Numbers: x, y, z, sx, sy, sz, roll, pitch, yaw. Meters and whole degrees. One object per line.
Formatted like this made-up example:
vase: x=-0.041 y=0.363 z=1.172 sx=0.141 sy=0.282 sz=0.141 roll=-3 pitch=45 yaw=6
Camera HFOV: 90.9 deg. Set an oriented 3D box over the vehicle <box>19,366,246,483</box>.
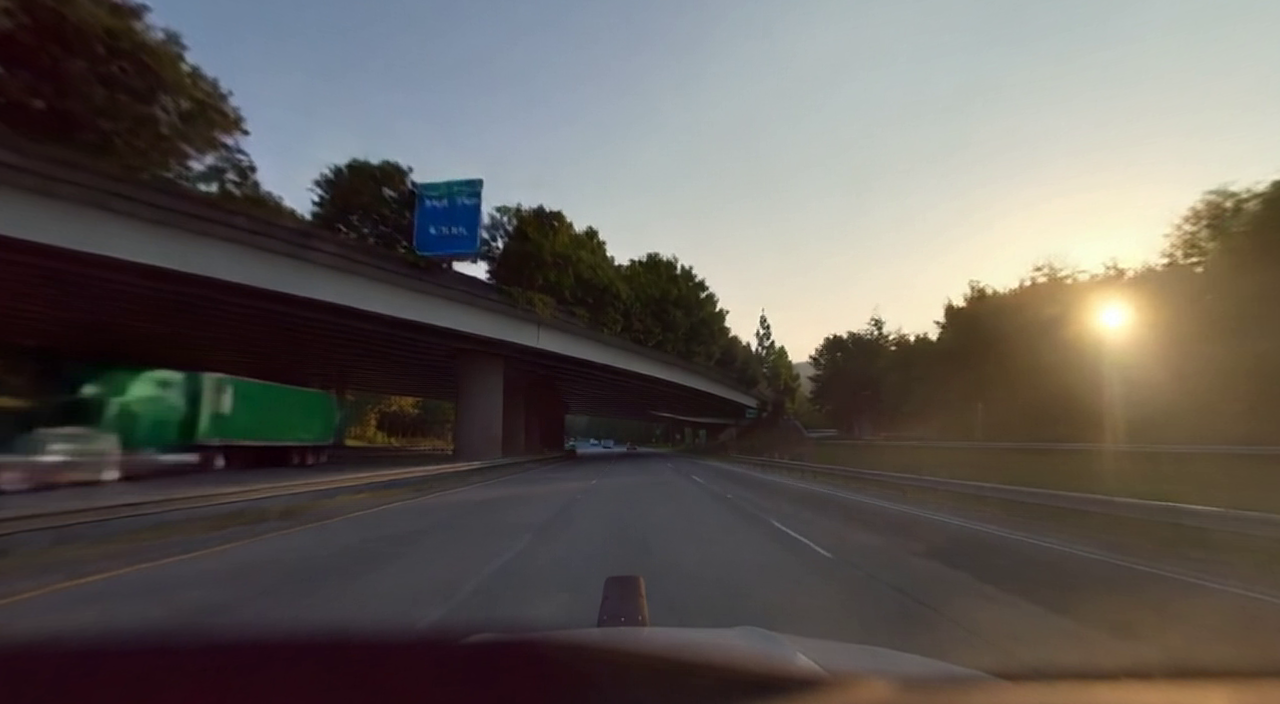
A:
vehicle: x=-18.845 y=2.901 z=24.189 sx=3.317 sy=3.898 sz=6.395 roll=0 pitch=-9 yaw=-3
